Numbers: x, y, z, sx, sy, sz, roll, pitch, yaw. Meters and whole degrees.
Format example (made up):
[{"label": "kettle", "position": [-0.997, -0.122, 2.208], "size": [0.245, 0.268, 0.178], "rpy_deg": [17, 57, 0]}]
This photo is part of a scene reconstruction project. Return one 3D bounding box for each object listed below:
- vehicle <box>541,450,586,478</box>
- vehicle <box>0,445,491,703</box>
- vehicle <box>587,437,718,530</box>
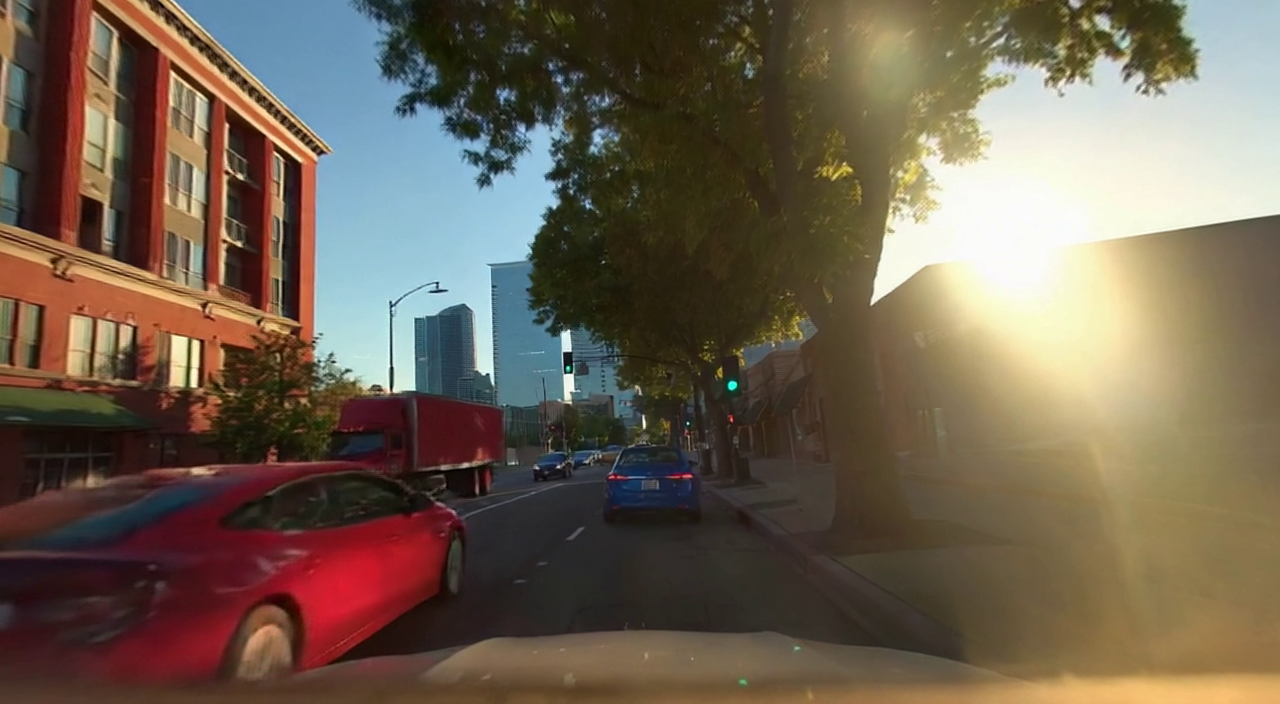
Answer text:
[{"label": "vehicle", "position": [-4.518, 6.651, 37.727], "size": [1.918, 1.475, 4.750], "rpy_deg": [-1, -8, 2]}, {"label": "vehicle", "position": [-2.738, 1.345, 4.211], "size": [2.099, 1.424, 4.843], "rpy_deg": [-1, -8, 3]}, {"label": "vehicle", "position": [0.232, 2.411, 12.128], "size": [2.094, 1.478, 3.922], "rpy_deg": [0, -8, 1]}]
